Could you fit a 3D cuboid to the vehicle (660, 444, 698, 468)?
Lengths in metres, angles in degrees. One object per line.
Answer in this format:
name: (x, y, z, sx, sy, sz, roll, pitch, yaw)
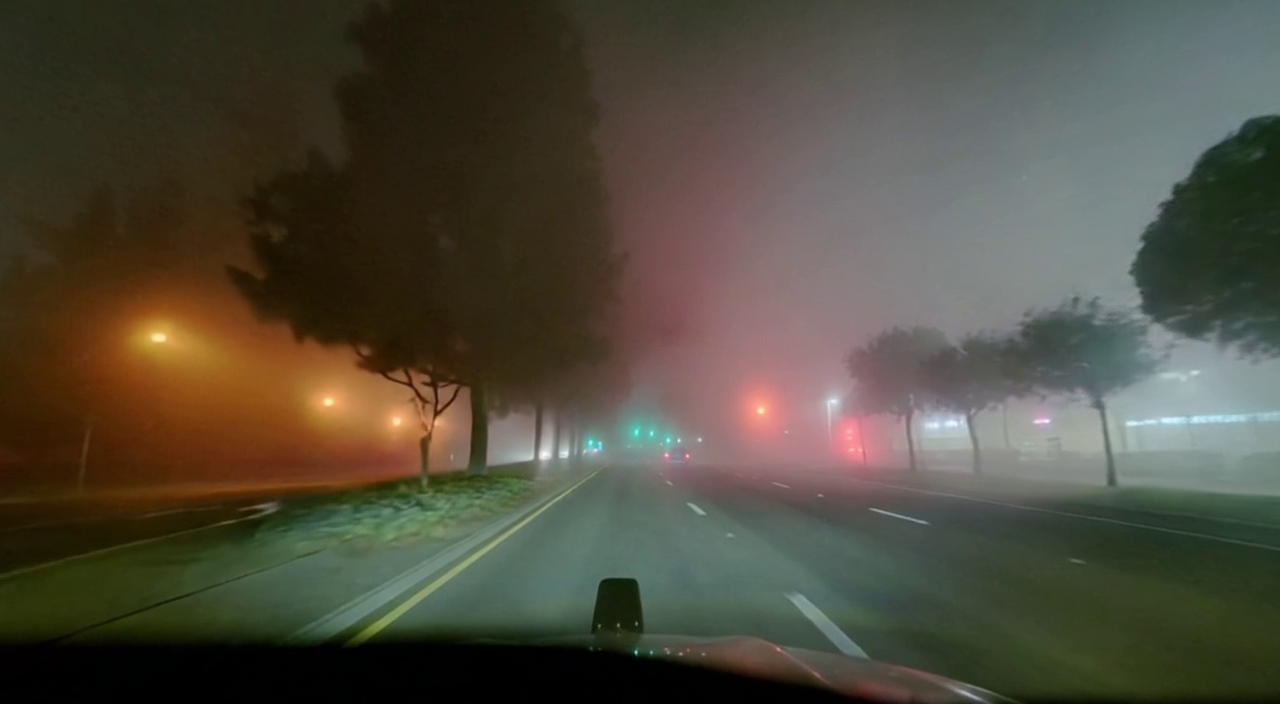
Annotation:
vehicle: (2.484, 6.744, 41.048, 2.015, 1.479, 4.444, 0, -9, -2)
